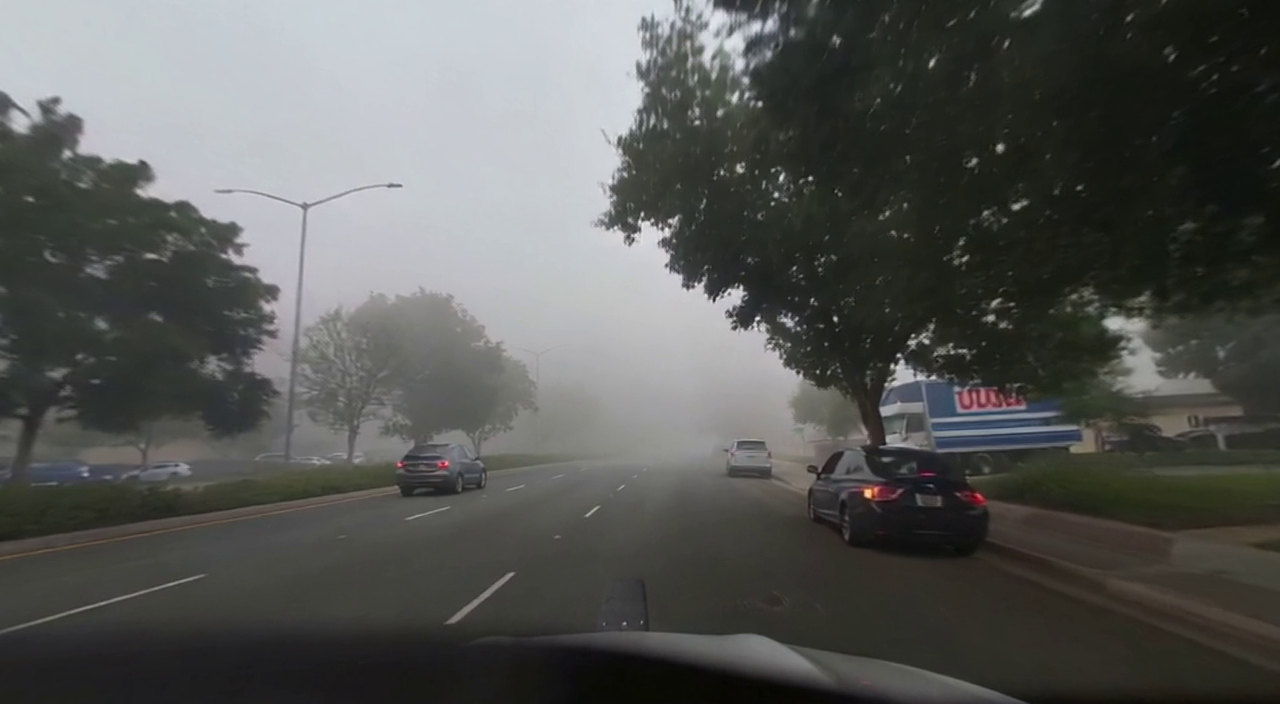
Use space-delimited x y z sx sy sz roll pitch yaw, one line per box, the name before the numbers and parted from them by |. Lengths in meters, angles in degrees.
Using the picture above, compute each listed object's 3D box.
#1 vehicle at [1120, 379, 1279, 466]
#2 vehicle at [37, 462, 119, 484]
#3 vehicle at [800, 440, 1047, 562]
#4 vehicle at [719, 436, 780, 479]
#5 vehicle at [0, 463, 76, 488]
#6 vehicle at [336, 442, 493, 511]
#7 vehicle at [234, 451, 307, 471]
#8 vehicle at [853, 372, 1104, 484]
vehicle | 23.631 2.775 24.829 7.126 3.124 2.933 0 -9 -6
vehicle | -42.892 9.234 48.214 4.227 1.397 1.828 -1 -10 -12
vehicle | 3.873 2.068 9.610 1.849 1.393 4.377 0 -8 2
vehicle | 4.696 4.591 27.714 2.064 1.697 4.718 0 -8 3
vehicle | -42.674 8.542 43.802 4.603 1.577 2.157 1 -8 -8
vehicle | -5.471 3.054 16.091 2.060 1.473 4.645 0 -8 3
vehicle | -29.101 8.597 49.720 4.481 1.441 1.960 2 -9 -8
vehicle | 11.759 2.695 22.293 7.138 3.310 2.943 -2 -9 -9
